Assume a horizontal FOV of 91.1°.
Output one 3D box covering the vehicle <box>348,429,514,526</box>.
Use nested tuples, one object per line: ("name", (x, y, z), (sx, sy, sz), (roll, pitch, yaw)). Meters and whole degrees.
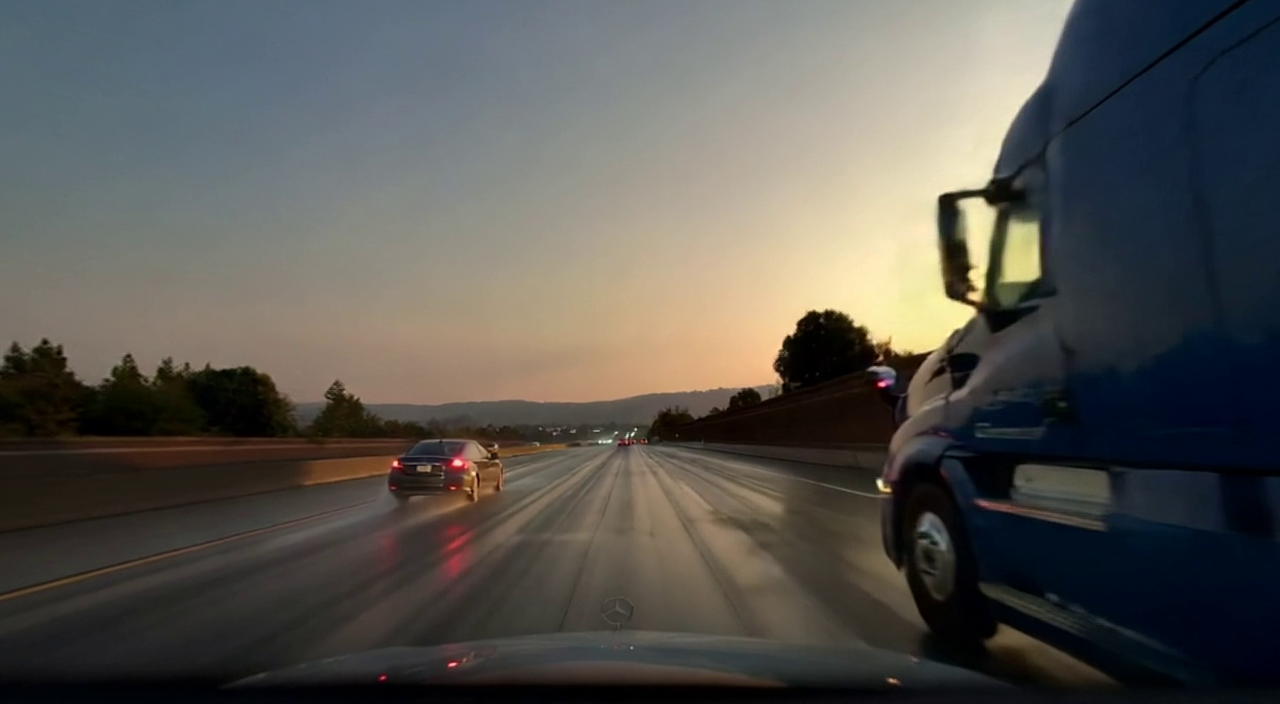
("vehicle", (-4.107, 2.520, 13.274), (2.063, 1.661, 4.439), (1, -8, -2))
